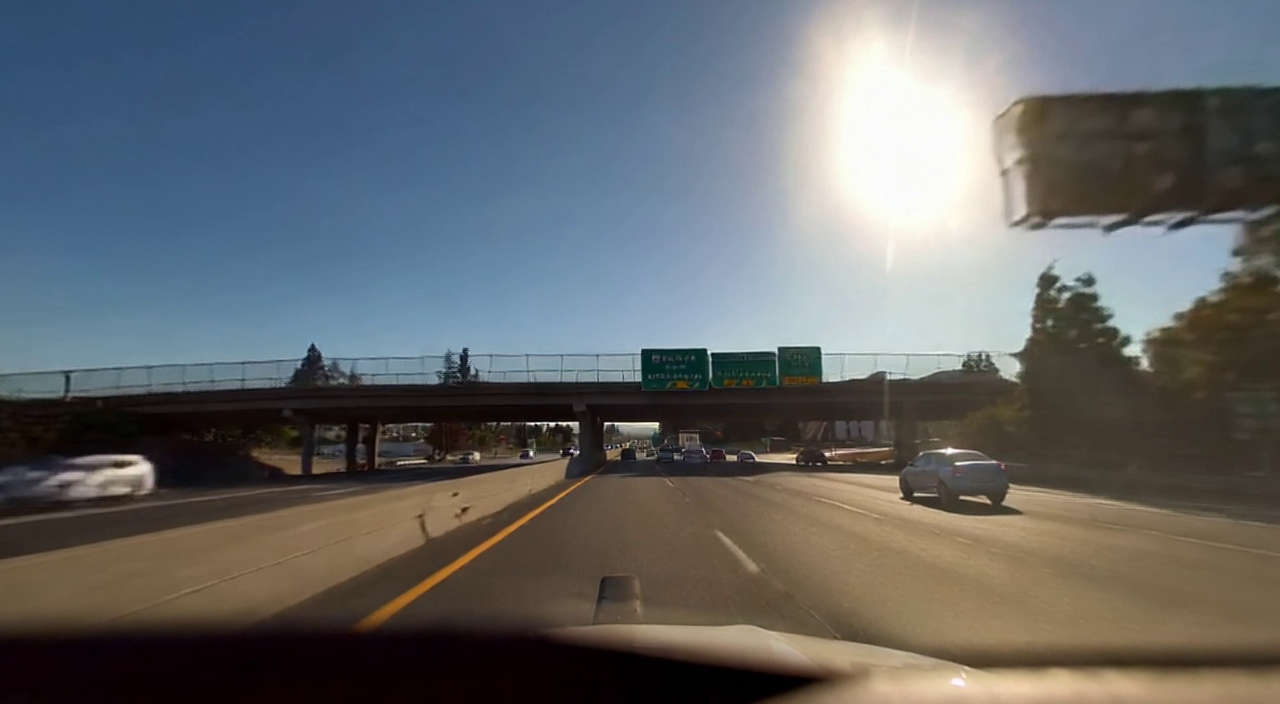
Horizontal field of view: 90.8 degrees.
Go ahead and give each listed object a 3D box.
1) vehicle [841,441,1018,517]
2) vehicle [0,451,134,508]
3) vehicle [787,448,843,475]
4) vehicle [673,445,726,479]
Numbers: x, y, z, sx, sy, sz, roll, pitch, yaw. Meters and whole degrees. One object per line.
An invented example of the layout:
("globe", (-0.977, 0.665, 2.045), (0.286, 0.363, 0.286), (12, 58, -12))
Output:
("vehicle", (6.540, 2.894, 14.964), (1.952, 1.489, 4.483), (0, -9, -2))
("vehicle", (-20.695, 4.383, 22.215), (1.973, 1.727, 4.537), (0, -9, 0))
("vehicle", (9.860, 6.168, 35.872), (1.838, 1.440, 4.121), (0, -9, -2))
("vehicle", (2.809, 5.332, 30.890), (1.993, 1.507, 4.594), (0, -9, -2))
